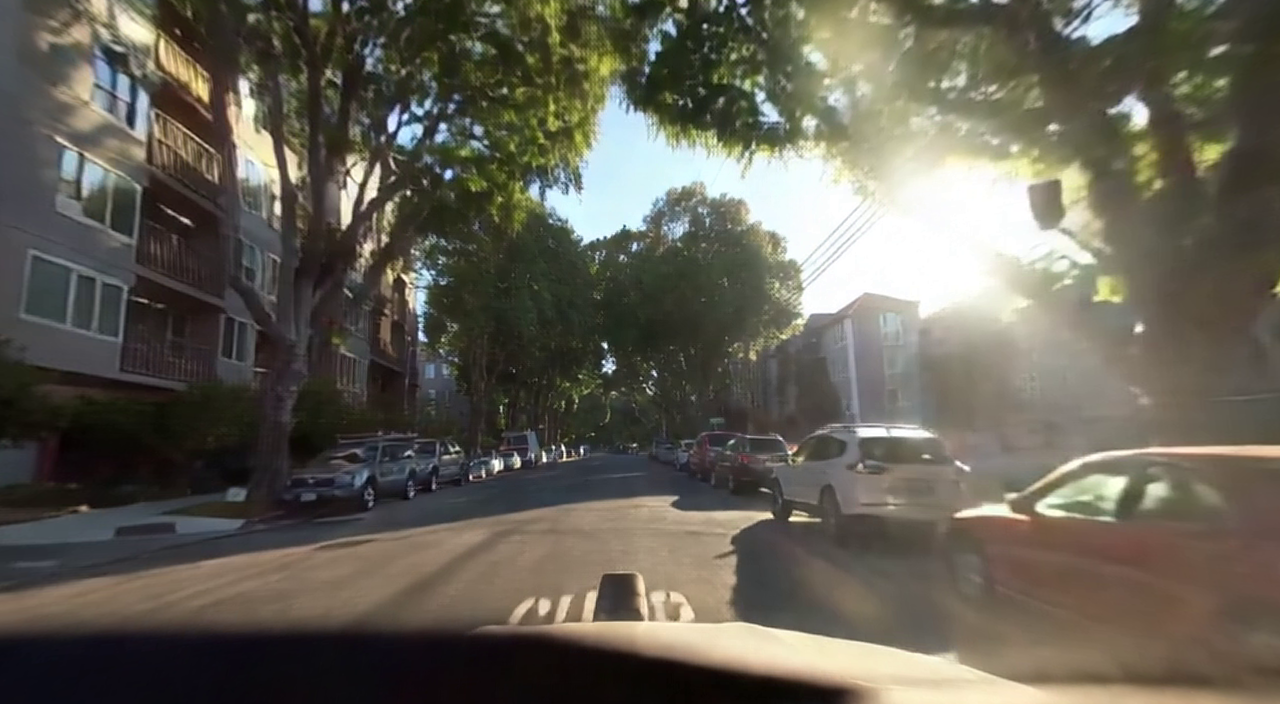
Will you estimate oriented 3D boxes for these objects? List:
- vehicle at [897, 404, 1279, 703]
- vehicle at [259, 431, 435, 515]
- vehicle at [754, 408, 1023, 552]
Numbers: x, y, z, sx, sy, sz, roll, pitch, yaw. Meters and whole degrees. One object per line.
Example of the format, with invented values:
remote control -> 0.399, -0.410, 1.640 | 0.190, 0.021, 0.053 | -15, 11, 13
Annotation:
vehicle -> 3.742, 1.189, 4.063 | 2.050, 1.502, 4.826 | 0, -9, -1
vehicle -> -7.618, 3.255, 17.232 | 2.384, 1.781, 5.492 | -3, -10, -2
vehicle -> 3.779, 2.119, 11.235 | 2.280, 1.850, 5.961 | 0, -9, -1
